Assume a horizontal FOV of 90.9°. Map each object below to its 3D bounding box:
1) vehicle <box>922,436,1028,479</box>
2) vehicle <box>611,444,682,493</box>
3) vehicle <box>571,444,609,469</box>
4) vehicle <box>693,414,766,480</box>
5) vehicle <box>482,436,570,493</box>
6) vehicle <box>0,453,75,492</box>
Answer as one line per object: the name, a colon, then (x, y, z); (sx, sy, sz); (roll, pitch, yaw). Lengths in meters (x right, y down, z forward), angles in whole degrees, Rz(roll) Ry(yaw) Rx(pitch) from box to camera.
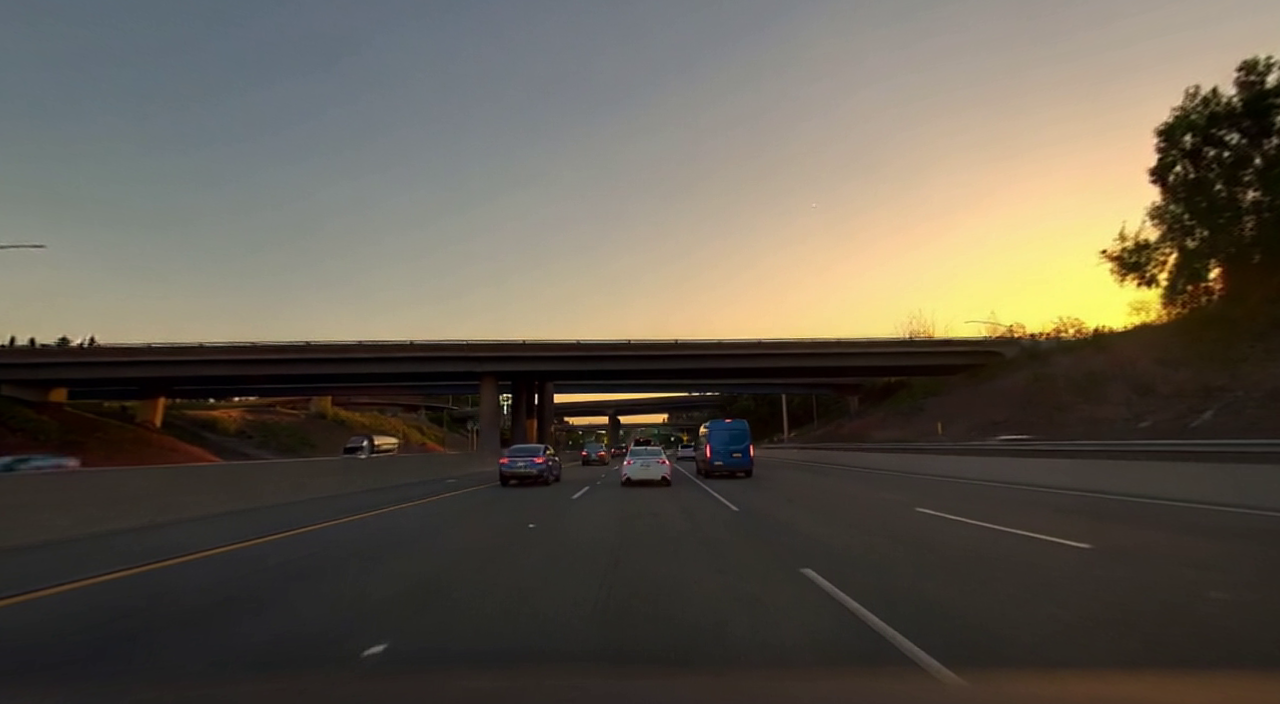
vehicle: (16.001, 5.059, 30.527); (2.189, 1.869, 5.080); (0, -8, -2)
vehicle: (0.199, 3.869, 21.386); (2.174, 1.467, 4.005); (0, -8, 0)
vehicle: (-3.504, 7.420, 45.038); (2.258, 1.655, 4.397); (0, -8, 1)
vehicle: (4.068, 4.512, 30.107); (2.436, 2.745, 6.607); (0, -8, 0)
vehicle: (-3.696, 3.734, 21.282); (2.078, 1.706, 4.298); (-1, -8, 1)
vehicle: (-26.514, 5.028, 26.460); (1.987, 1.487, 3.758); (0, -8, 3)
